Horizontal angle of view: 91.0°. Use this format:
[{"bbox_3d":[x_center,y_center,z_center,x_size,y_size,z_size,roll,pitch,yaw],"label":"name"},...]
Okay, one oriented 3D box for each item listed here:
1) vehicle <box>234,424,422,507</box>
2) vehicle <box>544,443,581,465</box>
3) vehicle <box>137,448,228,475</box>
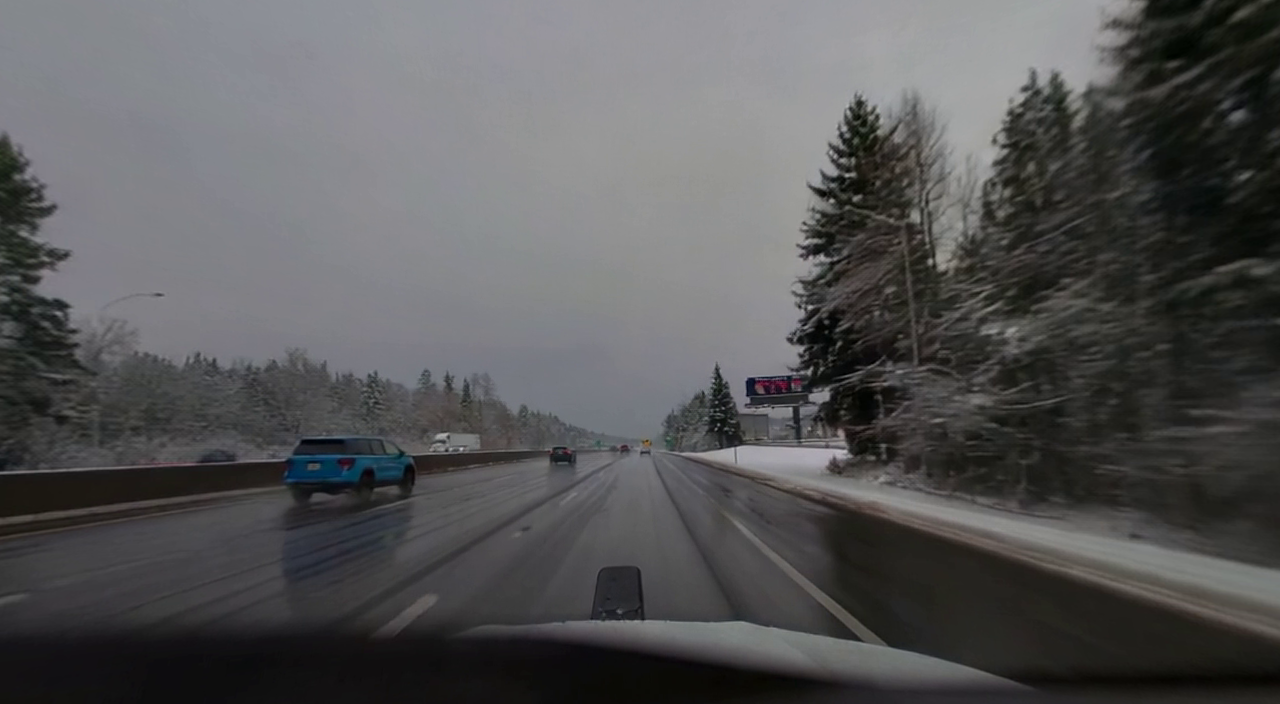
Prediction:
[{"bbox_3d":[-7.261,2.709,15.416,2.055,1.683,4.804,0,-9,1],"label":"vehicle"},{"bbox_3d":[-5.880,7.776,48.120,2.008,1.520,4.731,0,-9,3],"label":"vehicle"},{"bbox_3d":[-28.942,6.898,40.037,1.917,1.559,4.984,0,-9,2],"label":"vehicle"}]
